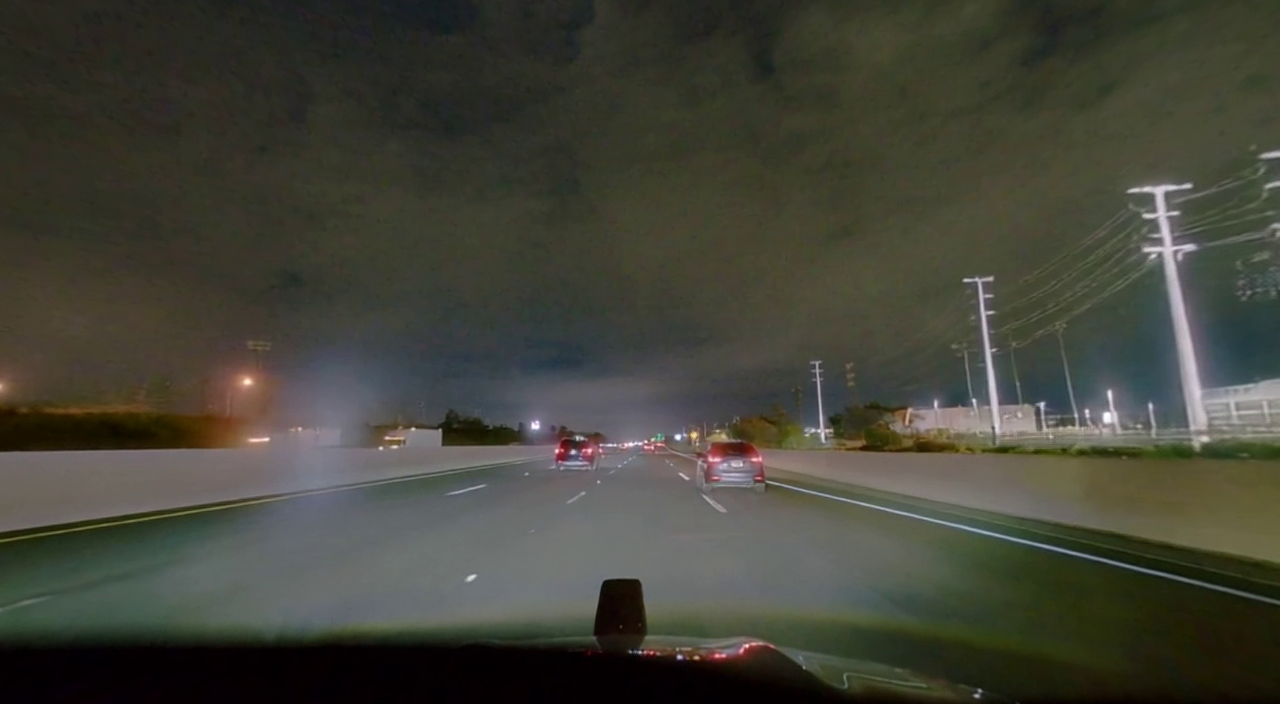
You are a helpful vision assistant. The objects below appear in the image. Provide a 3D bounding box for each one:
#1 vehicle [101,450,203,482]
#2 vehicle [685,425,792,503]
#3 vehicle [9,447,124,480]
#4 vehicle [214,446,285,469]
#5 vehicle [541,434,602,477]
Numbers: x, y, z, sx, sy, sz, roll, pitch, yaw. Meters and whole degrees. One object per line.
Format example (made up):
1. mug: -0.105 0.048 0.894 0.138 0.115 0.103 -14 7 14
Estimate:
1. vehicle: -24.667 5.731 32.083 2.060 1.474 3.952 0 -8 -2
2. vehicle: 2.359 2.815 16.215 2.134 1.733 4.049 0 -8 1
3. vehicle: -29.409 5.683 32.557 1.762 1.498 4.459 -1 -8 -1
4. vehicle: -30.341 8.155 49.226 2.070 1.668 5.306 0 -8 1
5. vehicle: -2.950 4.588 28.202 2.125 1.764 4.393 0 -8 1
